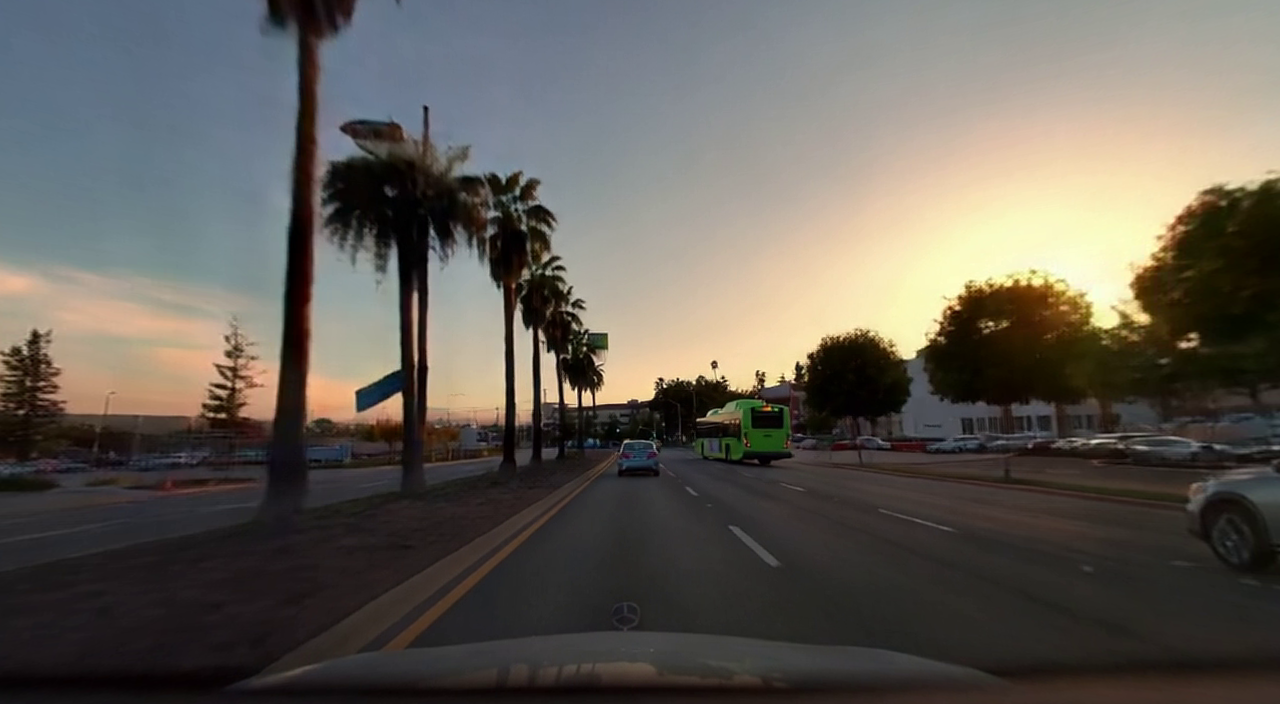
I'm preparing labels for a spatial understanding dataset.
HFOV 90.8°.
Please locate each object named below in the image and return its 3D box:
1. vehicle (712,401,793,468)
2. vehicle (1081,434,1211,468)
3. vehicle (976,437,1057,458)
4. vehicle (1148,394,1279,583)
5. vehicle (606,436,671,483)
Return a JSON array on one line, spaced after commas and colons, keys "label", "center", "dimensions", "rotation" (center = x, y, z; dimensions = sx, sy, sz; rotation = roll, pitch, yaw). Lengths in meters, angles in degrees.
[{"label": "vehicle", "center": [6.236, 4.898, 36.842], "dimensions": [2.795, 3.383, 9.287], "rotation": [0, -9, -1]}, {"label": "vehicle", "center": [23.047, 4.525, 28.901], "dimensions": [4.229, 1.428, 1.883], "rotation": [0, -9, 1]}, {"label": "vehicle", "center": [25.754, 6.545, 43.307], "dimensions": [4.319, 1.444, 1.888], "rotation": [0, -9, -2]}, {"label": "vehicle", "center": [6.734, 1.116, 4.946], "dimensions": [2.031, 1.670, 4.154], "rotation": [0, -9, 1]}, {"label": "vehicle", "center": [-0.078, 3.765, 22.354], "dimensions": [2.065, 1.477, 4.306], "rotation": [0, -9, -1]}]
